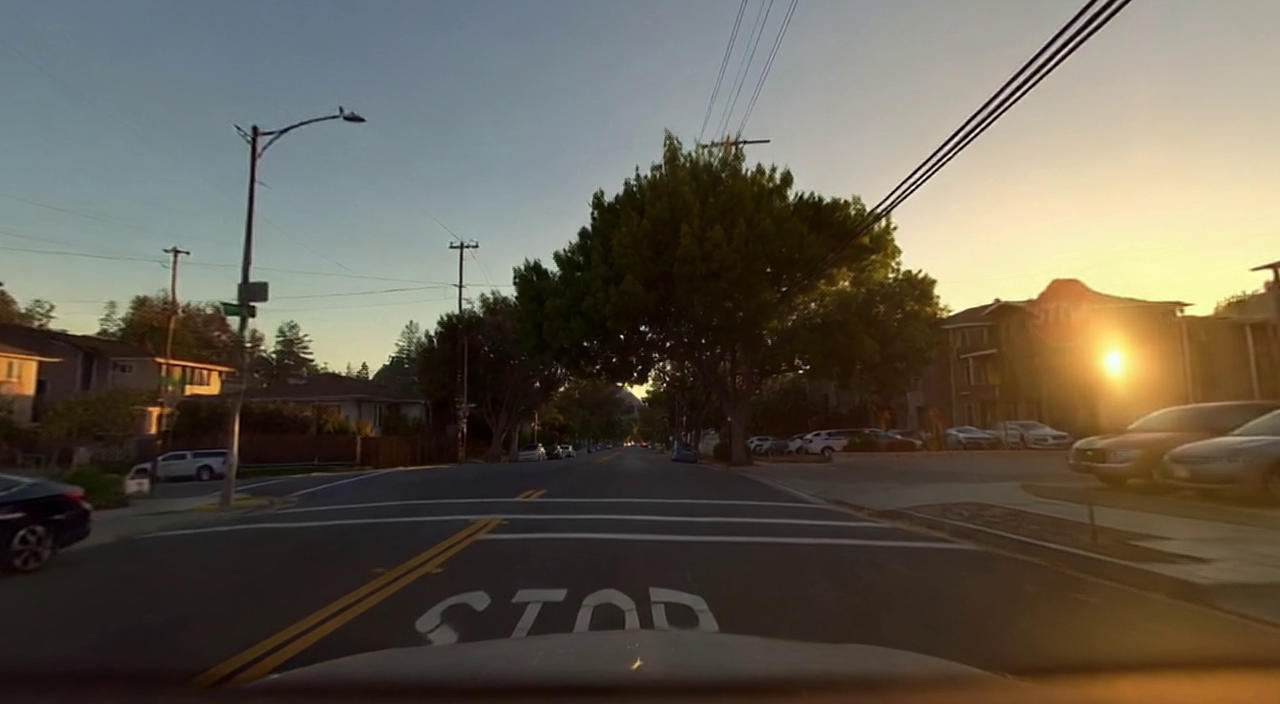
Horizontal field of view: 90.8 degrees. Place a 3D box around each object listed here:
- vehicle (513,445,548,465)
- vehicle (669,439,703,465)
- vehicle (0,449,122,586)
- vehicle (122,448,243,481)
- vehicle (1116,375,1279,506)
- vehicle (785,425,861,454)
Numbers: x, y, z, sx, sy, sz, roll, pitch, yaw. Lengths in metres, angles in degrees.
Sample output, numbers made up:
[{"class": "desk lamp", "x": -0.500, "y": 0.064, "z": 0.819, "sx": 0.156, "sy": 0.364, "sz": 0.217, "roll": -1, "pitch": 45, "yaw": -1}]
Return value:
[{"class": "vehicle", "x": -8.515, "y": 8.065, "z": 49.561, "sx": 2.066, "sy": 1.472, "sz": 4.353, "roll": 0, "pitch": -8, "yaw": -1}, {"class": "vehicle", "x": 3.265, "y": 7.207, "z": 45.520, "sx": 1.993, "sy": 1.755, "sz": 4.256, "roll": 0, "pitch": -8, "yaw": -2}, {"class": "vehicle", "x": -8.109, "y": 1.762, "z": 6.291, "sx": 2.018, "sy": 1.493, "sz": 4.693, "roll": -1, "pitch": -8, "yaw": -2}, {"class": "vehicle", "x": -22.228, "y": 5.466, "z": 30.823, "sx": 4.424, "sy": 1.486, "sz": 1.814, "roll": 0, "pitch": -8, "yaw": -2}, {"class": "vehicle", "x": 10.988, "y": 1.412, "z": 10.201, "sx": 4.911, "sy": 1.871, "sz": 2.063, "roll": 0, "pitch": -8, "yaw": -3}, {"class": "vehicle", "x": 11.294, "y": 5.410, "z": 38.912, "sx": 4.509, "sy": 1.664, "sz": 1.981, "roll": 6, "pitch": -10, "yaw": -34}]
